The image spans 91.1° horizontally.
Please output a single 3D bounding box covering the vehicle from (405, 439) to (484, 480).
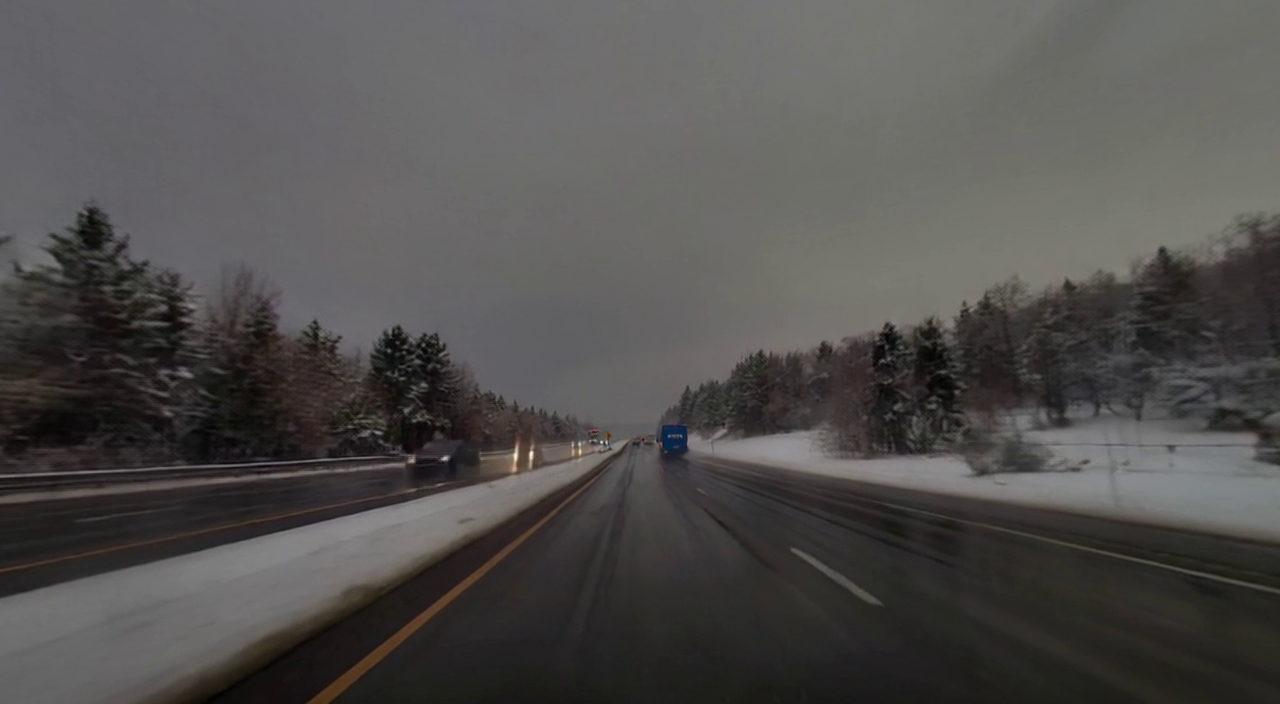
[{"bbox_3d":[-7.825,4.336,25.592,1.879,1.486,4.259,0,-9,0],"label":"vehicle"}]

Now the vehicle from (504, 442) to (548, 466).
[{"bbox_3d":[-7.296,6.584,40.694,1.904,1.463,4.630,0,-9,1],"label":"vehicle"}]
